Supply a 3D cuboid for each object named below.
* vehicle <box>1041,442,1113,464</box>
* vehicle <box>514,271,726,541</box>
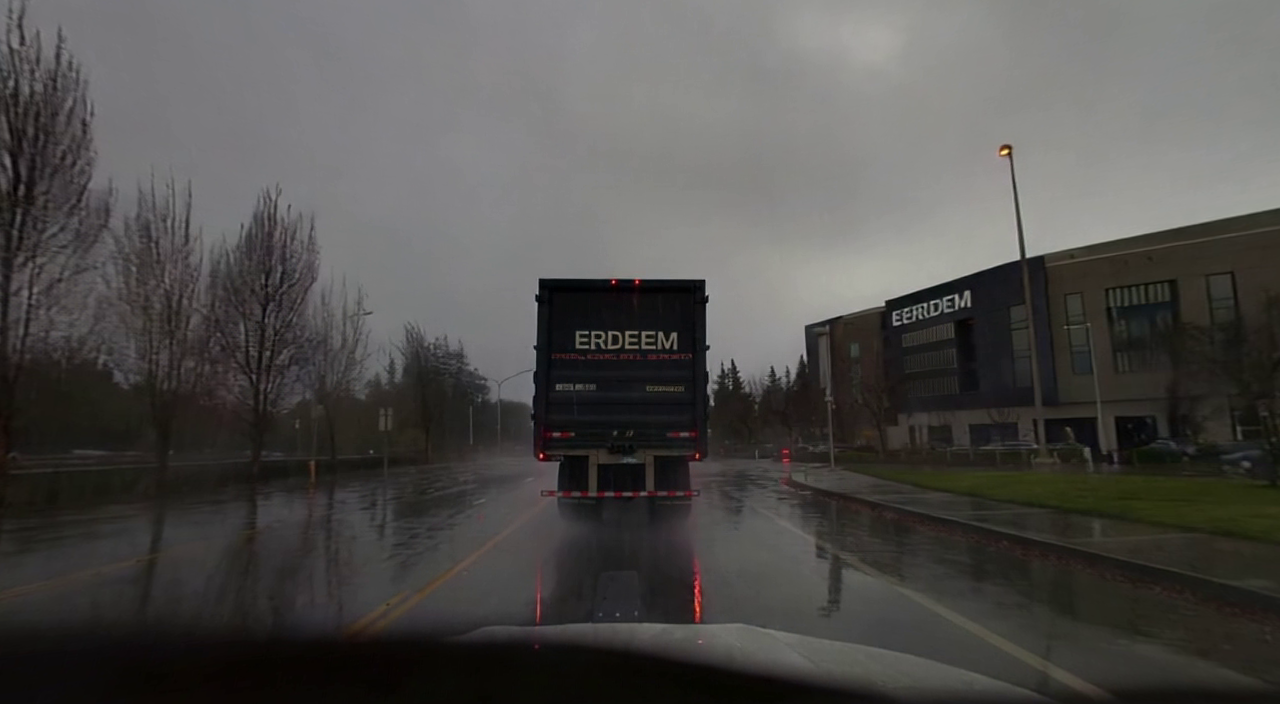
[{"bbox_3d":[31.362,7.212,45.152,1.652,1.423,3.797,5,-9,-36],"label":"vehicle"},{"bbox_3d":[-0.187,1.329,13.386,2.876,3.724,9.351,-1,-8,1],"label":"vehicle"}]
